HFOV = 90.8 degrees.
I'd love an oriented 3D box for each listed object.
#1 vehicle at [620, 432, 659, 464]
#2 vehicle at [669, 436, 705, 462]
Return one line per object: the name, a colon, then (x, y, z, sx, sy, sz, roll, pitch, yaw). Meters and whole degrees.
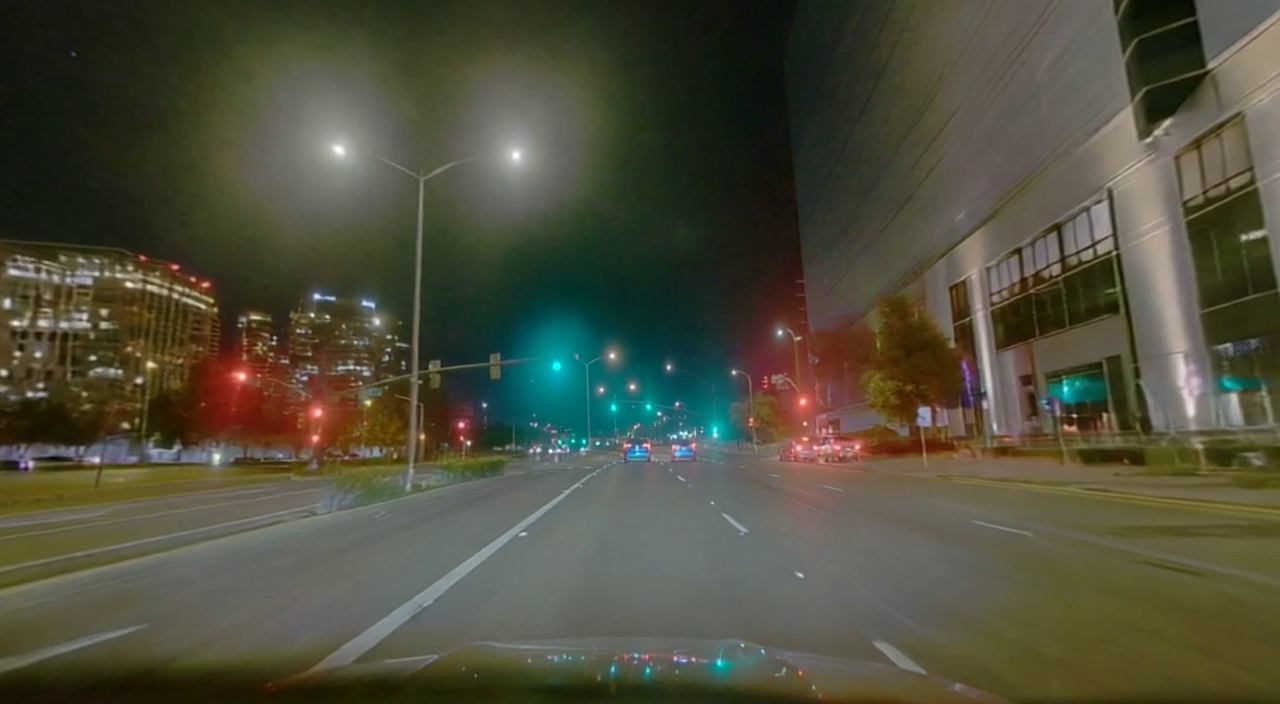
vehicle: (-0.124, 6.373, 41.967, 2.413, 1.939, 4.716, 0, -8, -2)
vehicle: (3.300, 6.904, 45.178, 2.107, 1.736, 4.228, 0, -8, -2)
